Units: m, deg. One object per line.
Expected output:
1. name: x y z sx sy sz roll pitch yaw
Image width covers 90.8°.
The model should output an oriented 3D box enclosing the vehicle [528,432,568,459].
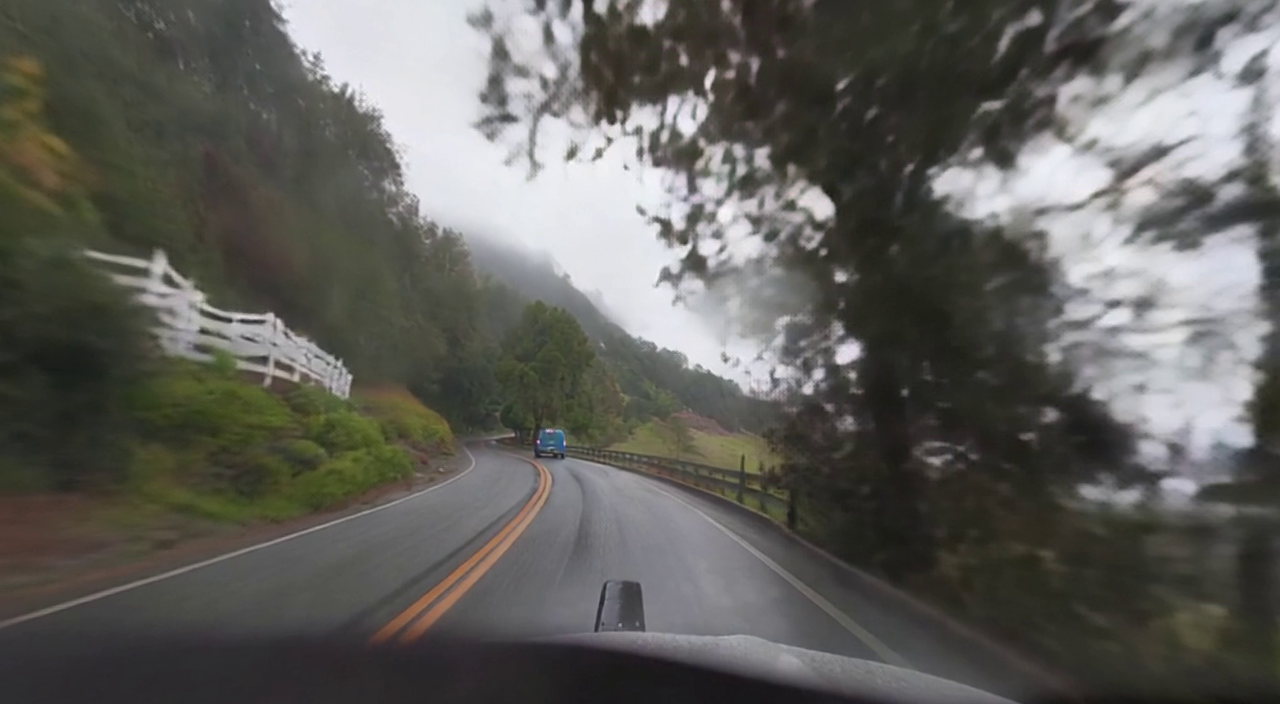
1. vehicle: -7.197 7.244 48.876 2.439 1.912 5.605 2 -9 -14
